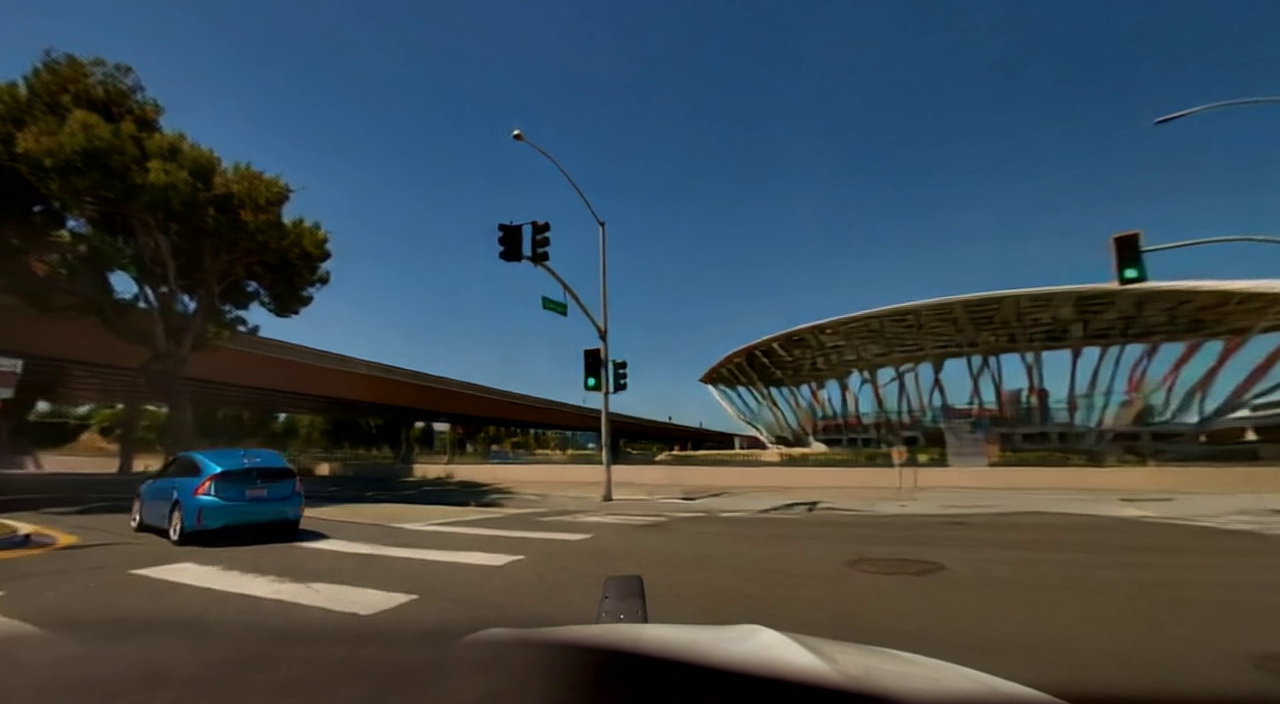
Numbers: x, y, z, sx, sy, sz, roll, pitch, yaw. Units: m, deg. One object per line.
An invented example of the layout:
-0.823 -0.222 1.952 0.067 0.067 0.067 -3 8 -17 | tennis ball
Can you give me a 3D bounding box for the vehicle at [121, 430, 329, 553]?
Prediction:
-6.876 2.132 10.306 1.976 1.584 3.772 9 -12 -44 | vehicle
